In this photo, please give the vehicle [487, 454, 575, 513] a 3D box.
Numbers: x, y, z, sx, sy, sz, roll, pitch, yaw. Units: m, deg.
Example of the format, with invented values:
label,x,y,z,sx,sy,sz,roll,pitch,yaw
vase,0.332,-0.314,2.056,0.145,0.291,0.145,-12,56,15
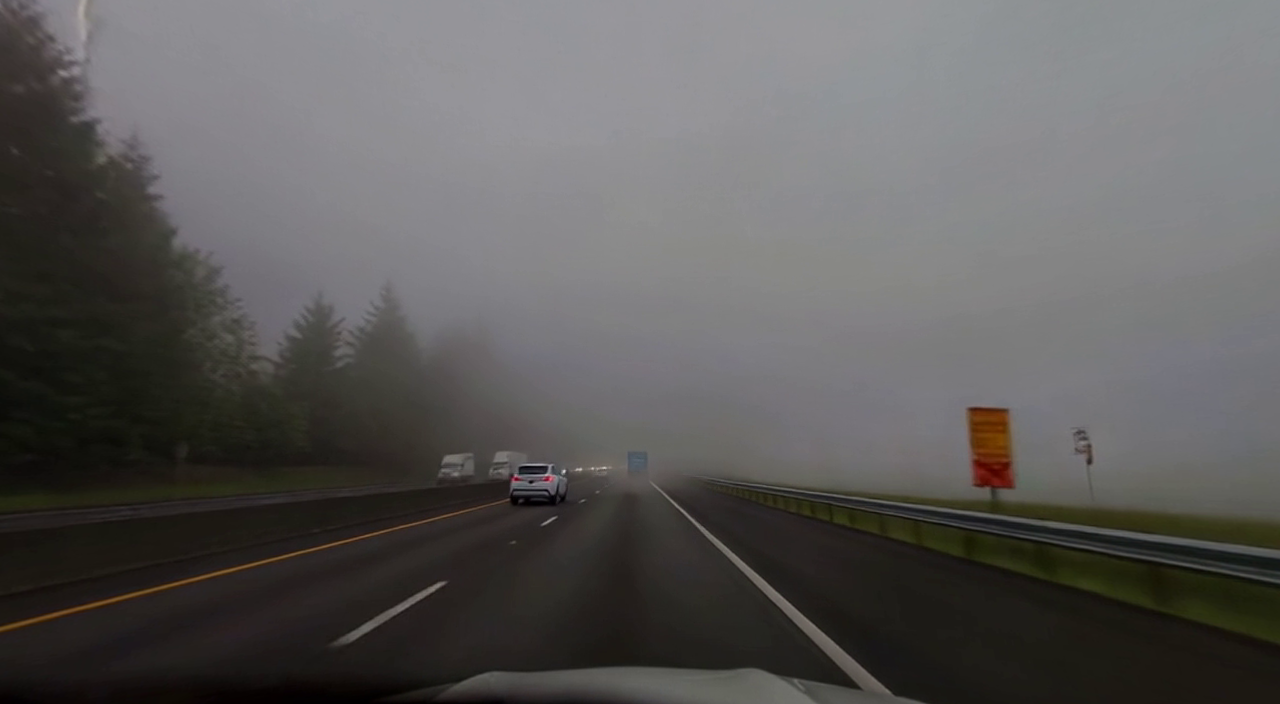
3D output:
label,x,y,z,sx,sy,sz,roll,pitch,yaw
vehicle,-3.508,4.386,21.265,2.124,1.705,4.440,1,-11,1
